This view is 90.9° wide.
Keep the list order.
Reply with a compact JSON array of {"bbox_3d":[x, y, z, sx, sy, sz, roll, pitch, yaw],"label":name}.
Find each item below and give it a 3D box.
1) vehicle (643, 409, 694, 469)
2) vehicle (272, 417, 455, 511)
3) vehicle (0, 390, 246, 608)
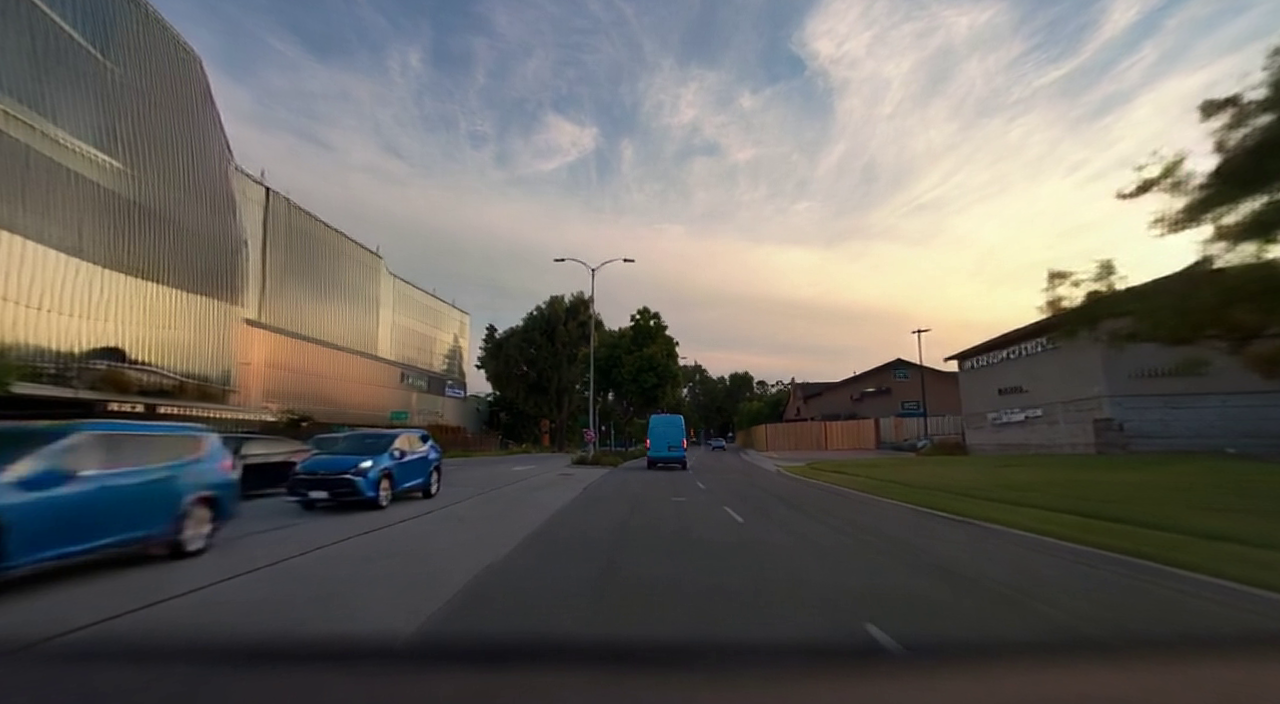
[{"bbox_3d":[1.590,4.526,32.887,2.435,2.816,5.232,0,-8,5],"label":"vehicle"},{"bbox_3d":[-5.562,2.337,13.397,1.935,1.633,4.247,-1,-9,0],"label":"vehicle"},{"bbox_3d":[-5.682,1.260,5.682,1.893,1.587,3.595,0,-9,0],"label":"vehicle"}]
